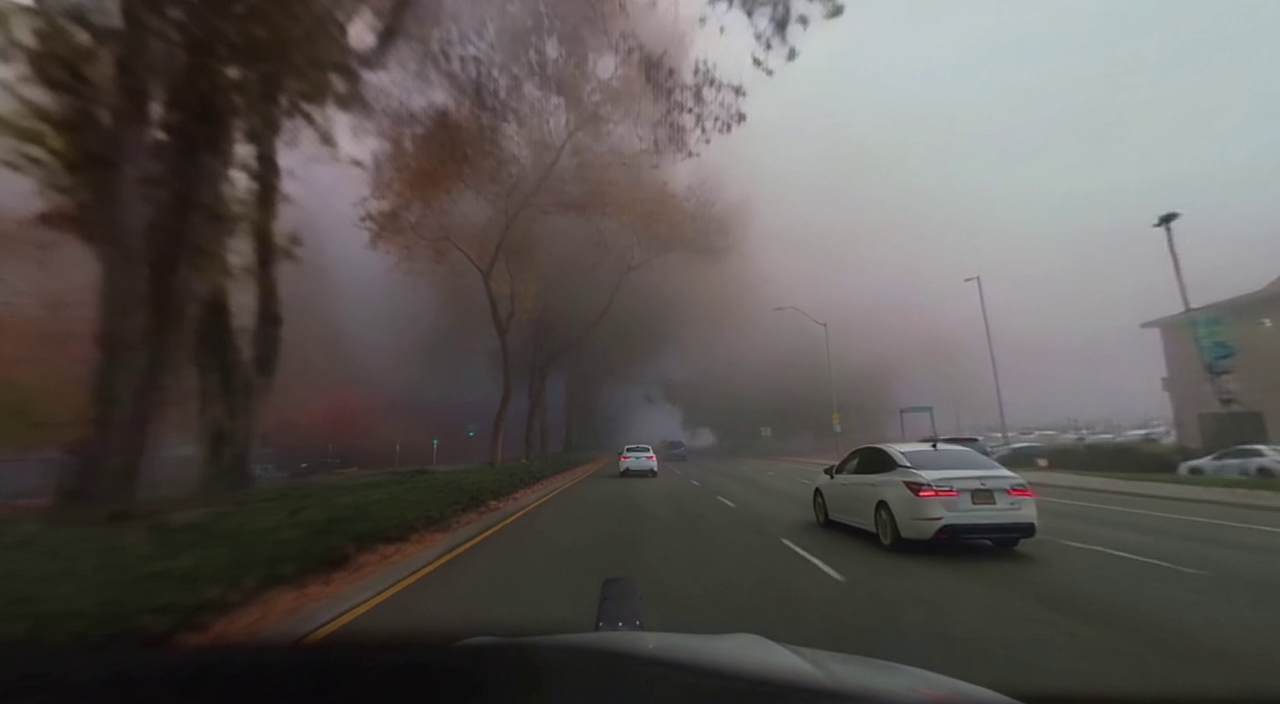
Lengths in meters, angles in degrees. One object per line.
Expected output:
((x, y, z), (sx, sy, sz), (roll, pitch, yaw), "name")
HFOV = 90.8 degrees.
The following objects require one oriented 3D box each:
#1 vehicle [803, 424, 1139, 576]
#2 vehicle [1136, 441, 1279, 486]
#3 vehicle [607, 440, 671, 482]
((3.828, 1.782, 8.442), (2.094, 1.480, 4.323), (0, -9, -1), "vehicle")
((21.051, 3.980, 22.960), (1.893, 1.445, 4.947), (0, -8, -2), "vehicle")
((-0.085, 4.236, 24.926), (2.289, 1.471, 4.477), (0, -8, -2), "vehicle")
